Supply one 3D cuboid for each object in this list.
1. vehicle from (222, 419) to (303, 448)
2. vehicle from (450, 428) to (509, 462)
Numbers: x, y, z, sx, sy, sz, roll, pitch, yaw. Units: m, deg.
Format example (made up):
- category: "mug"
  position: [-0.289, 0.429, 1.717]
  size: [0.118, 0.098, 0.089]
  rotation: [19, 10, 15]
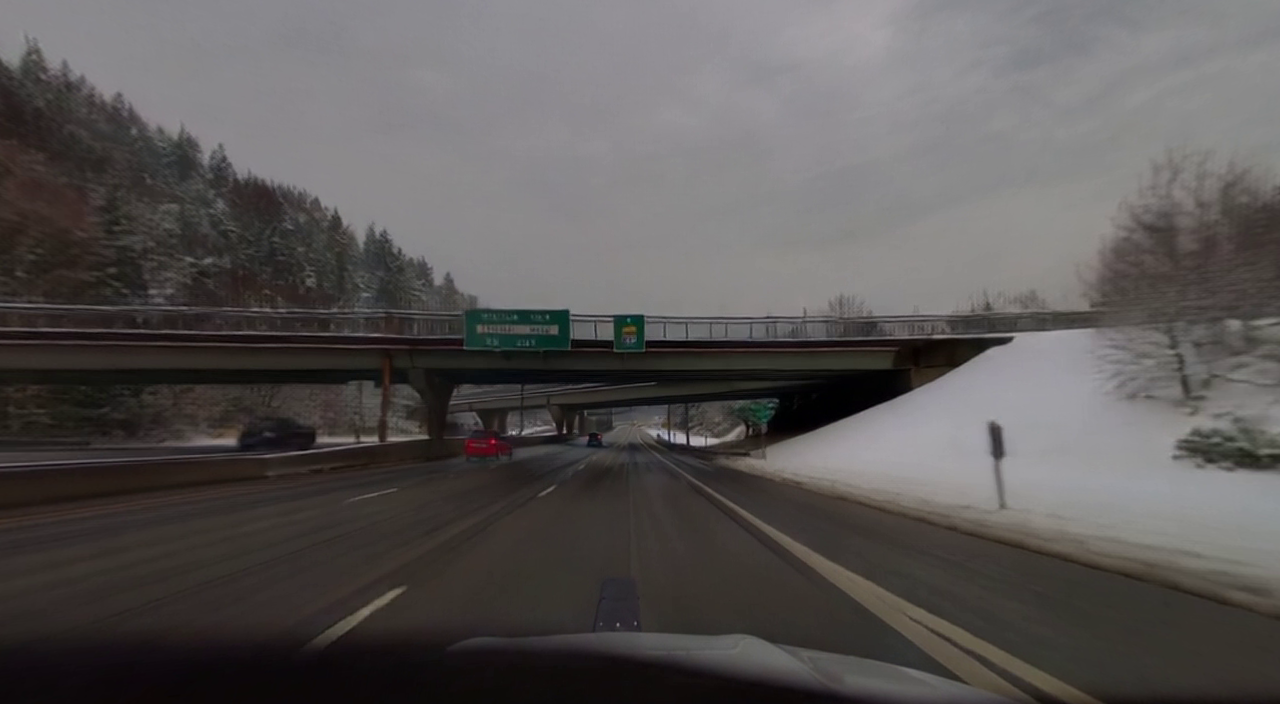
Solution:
- category: "vehicle"
  position: [-21.479, 4.697, 36.000]
  size: [1.908, 1.552, 4.438]
  rotation: [0, -8, -1]
- category: "vehicle"
  position: [-8.458, 4.963, 33.617]
  size: [1.987, 1.677, 4.580]
  rotation: [0, -8, -1]
